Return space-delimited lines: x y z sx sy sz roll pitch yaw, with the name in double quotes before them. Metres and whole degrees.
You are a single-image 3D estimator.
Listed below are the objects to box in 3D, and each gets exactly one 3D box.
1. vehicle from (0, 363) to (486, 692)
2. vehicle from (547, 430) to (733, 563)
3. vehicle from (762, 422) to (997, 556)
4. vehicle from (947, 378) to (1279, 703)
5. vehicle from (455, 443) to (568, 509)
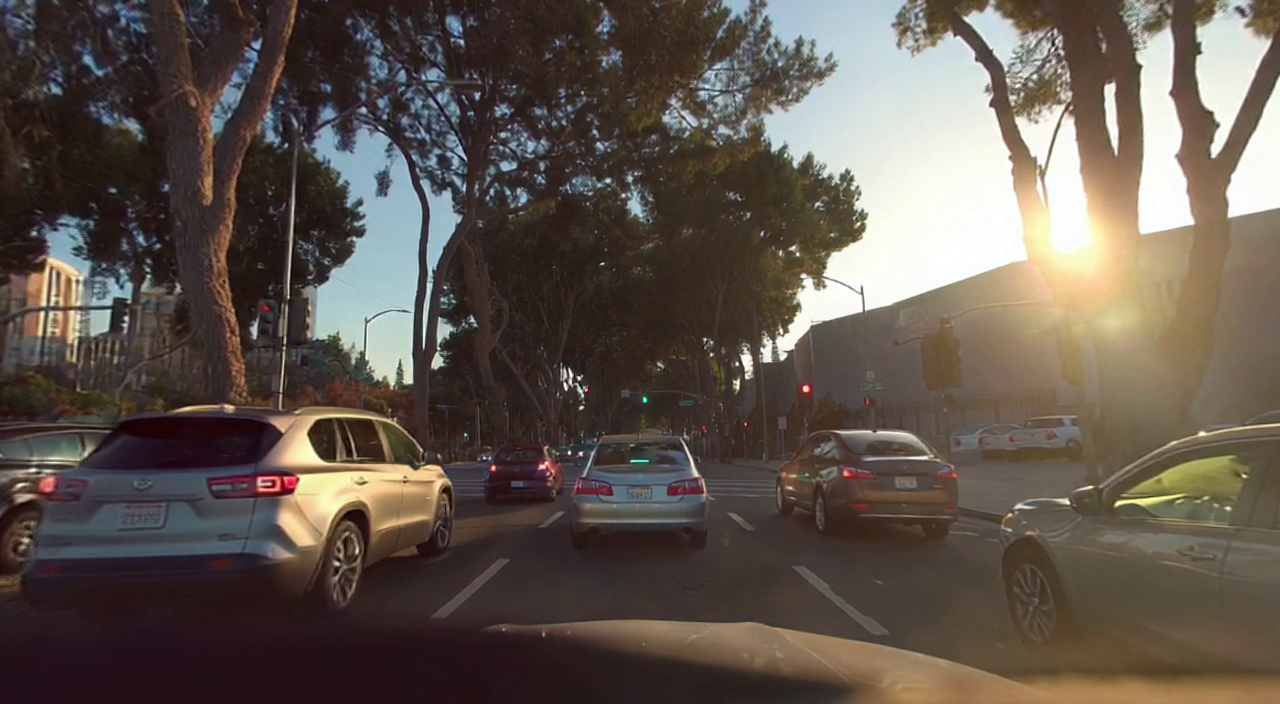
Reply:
"vehicle" -3.126 1.281 5.764 2.168 1.750 4.625 -1 -9 1
"vehicle" -0.018 1.968 9.317 2.147 1.507 3.953 0 -9 -1
"vehicle" 3.420 2.046 10.121 2.040 1.647 4.379 0 -9 0
"vehicle" 3.320 0.968 2.825 1.899 1.588 3.888 0 -9 0
"vehicle" -3.072 3.053 16.018 1.975 1.420 4.196 0 -9 1
